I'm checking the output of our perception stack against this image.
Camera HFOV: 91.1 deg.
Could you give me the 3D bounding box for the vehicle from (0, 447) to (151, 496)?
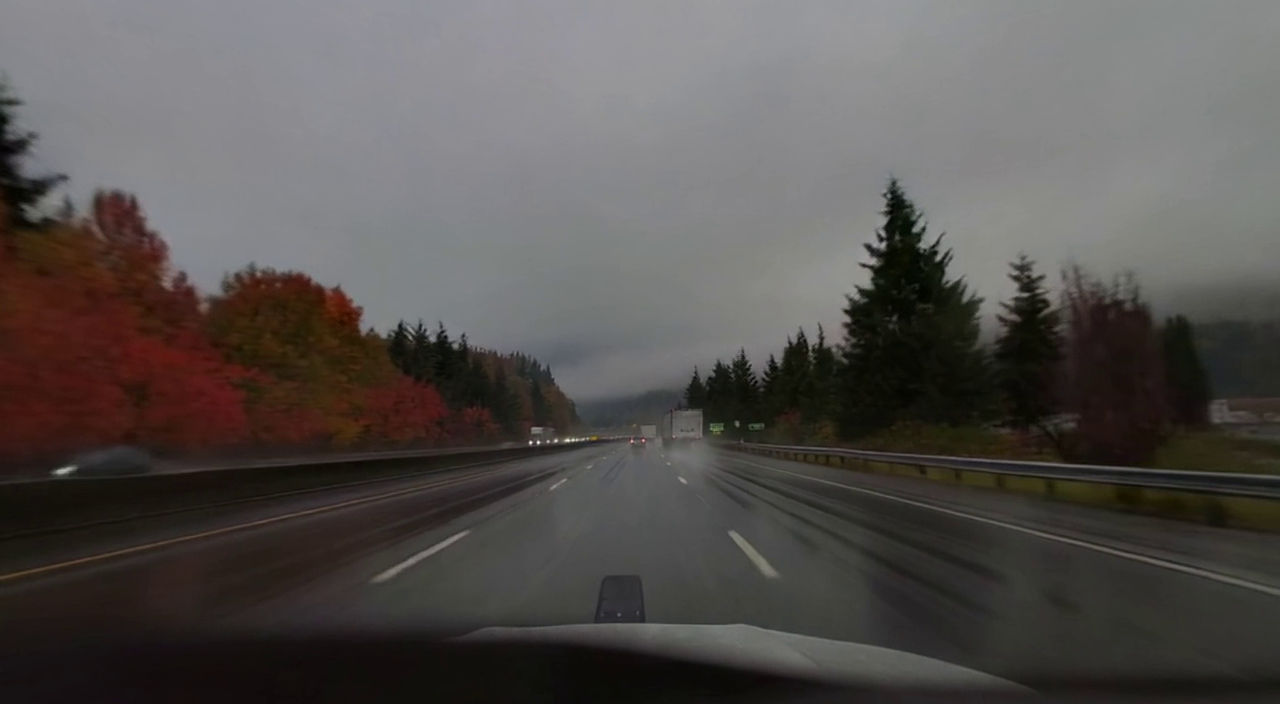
[{"bbox_3d":[-21.304,4.461,23.920,1.876,1.606,4.192,-1,-8,0],"label":"vehicle"}]
